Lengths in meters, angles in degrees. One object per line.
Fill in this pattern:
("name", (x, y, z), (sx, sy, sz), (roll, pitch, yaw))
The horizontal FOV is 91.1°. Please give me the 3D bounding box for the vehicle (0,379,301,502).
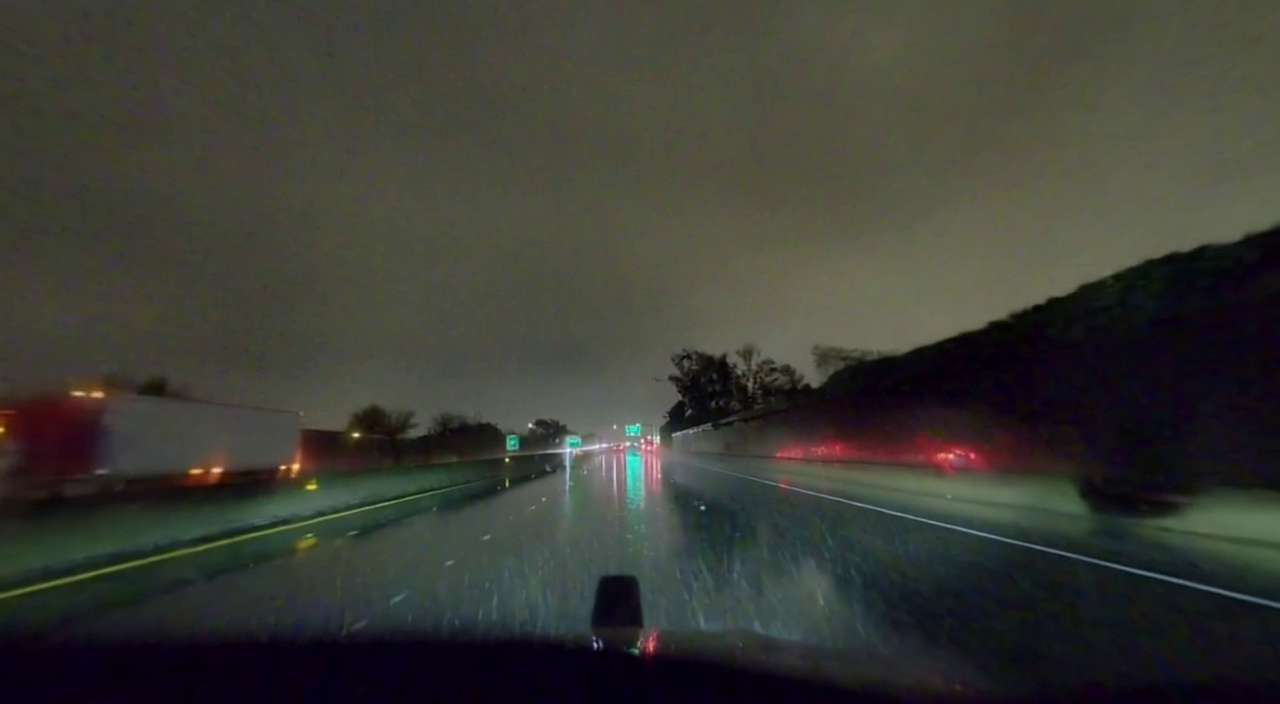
("vehicle", (-20.615, 3.892, 26.931), (3.344, 3.633, 16.705), (0, -9, -2))
